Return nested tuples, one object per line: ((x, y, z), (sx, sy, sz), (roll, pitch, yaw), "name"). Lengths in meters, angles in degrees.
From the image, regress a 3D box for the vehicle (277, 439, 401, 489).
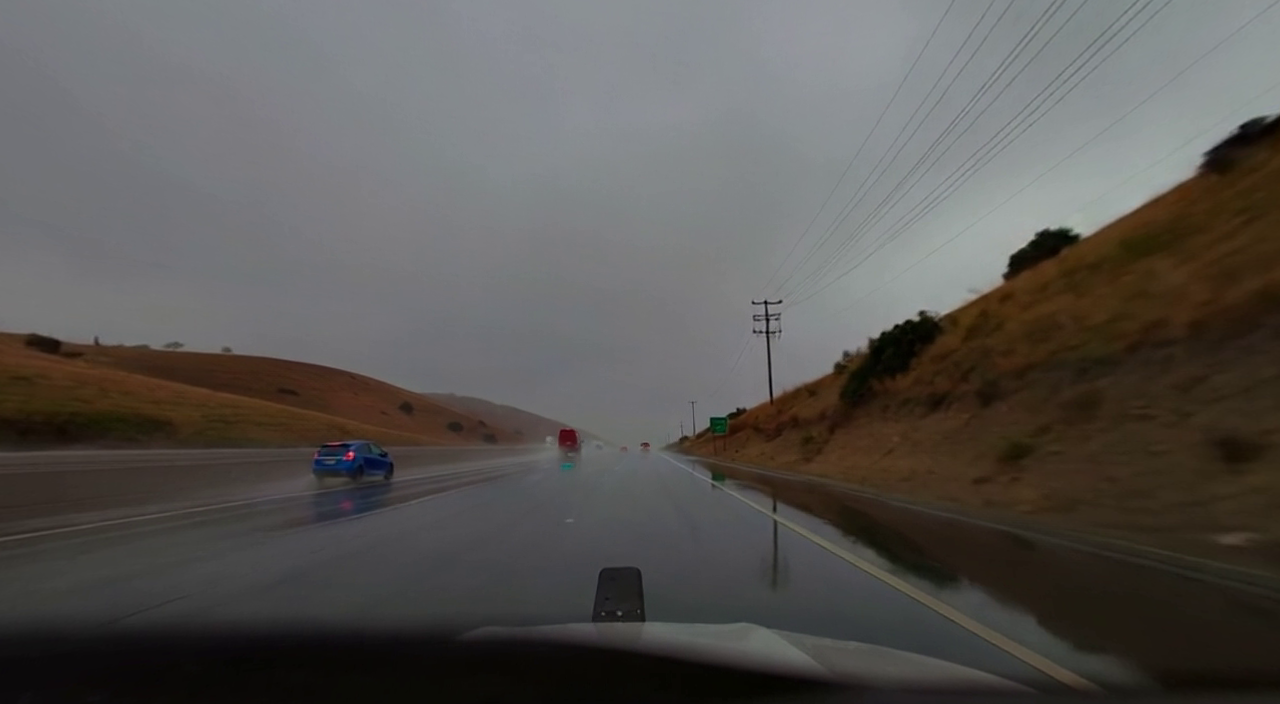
((-10.409, 3.895, 22.262), (1.971, 1.558, 4.847), (0, -9, 0), "vehicle")
